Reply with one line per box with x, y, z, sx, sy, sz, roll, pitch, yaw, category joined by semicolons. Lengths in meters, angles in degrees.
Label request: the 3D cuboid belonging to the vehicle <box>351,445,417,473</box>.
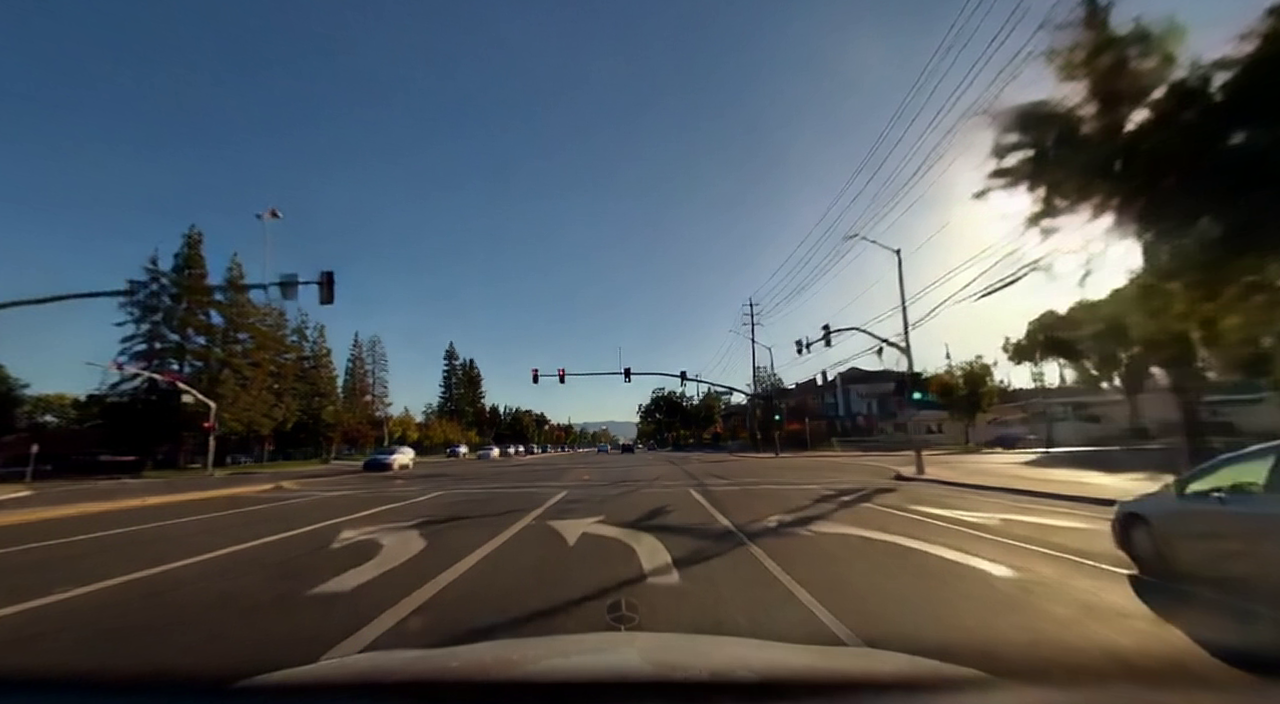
-14.943;6.255;37.165;2.013;1.503;4.682;0;-8;-1;vehicle

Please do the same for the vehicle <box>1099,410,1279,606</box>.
6.061;1.150;4.469;2.113;1.520;4.650;0;-8;0;vehicle
